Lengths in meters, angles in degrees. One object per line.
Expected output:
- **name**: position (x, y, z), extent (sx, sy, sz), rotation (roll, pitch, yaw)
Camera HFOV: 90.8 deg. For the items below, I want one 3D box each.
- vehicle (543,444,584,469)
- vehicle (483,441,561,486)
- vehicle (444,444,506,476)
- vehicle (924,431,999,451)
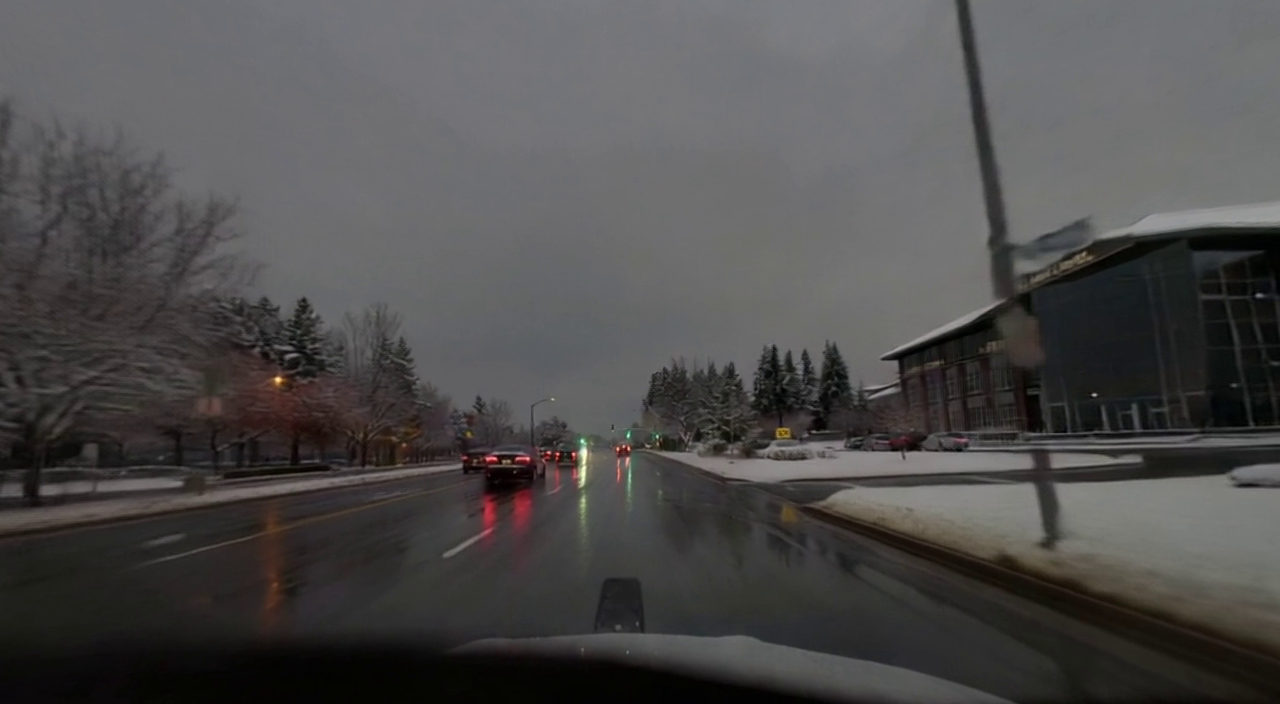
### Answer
- **vehicle**: position (-4.526, 6.286, 38.096), extent (1.971, 1.414, 4.317), rotation (0, -8, -1)
- **vehicle**: position (-4.241, 4.061, 23.456), extent (2.011, 1.483, 4.596), rotation (0, -8, 0)
- **vehicle**: position (-8.473, 5.555, 32.829), extent (1.976, 1.497, 4.709), rotation (0, -8, 0)
- **vehicle**: position (24.410, 6.775, 48.067), extent (4.614, 1.464, 1.856), rotation (0, -8, -1)
